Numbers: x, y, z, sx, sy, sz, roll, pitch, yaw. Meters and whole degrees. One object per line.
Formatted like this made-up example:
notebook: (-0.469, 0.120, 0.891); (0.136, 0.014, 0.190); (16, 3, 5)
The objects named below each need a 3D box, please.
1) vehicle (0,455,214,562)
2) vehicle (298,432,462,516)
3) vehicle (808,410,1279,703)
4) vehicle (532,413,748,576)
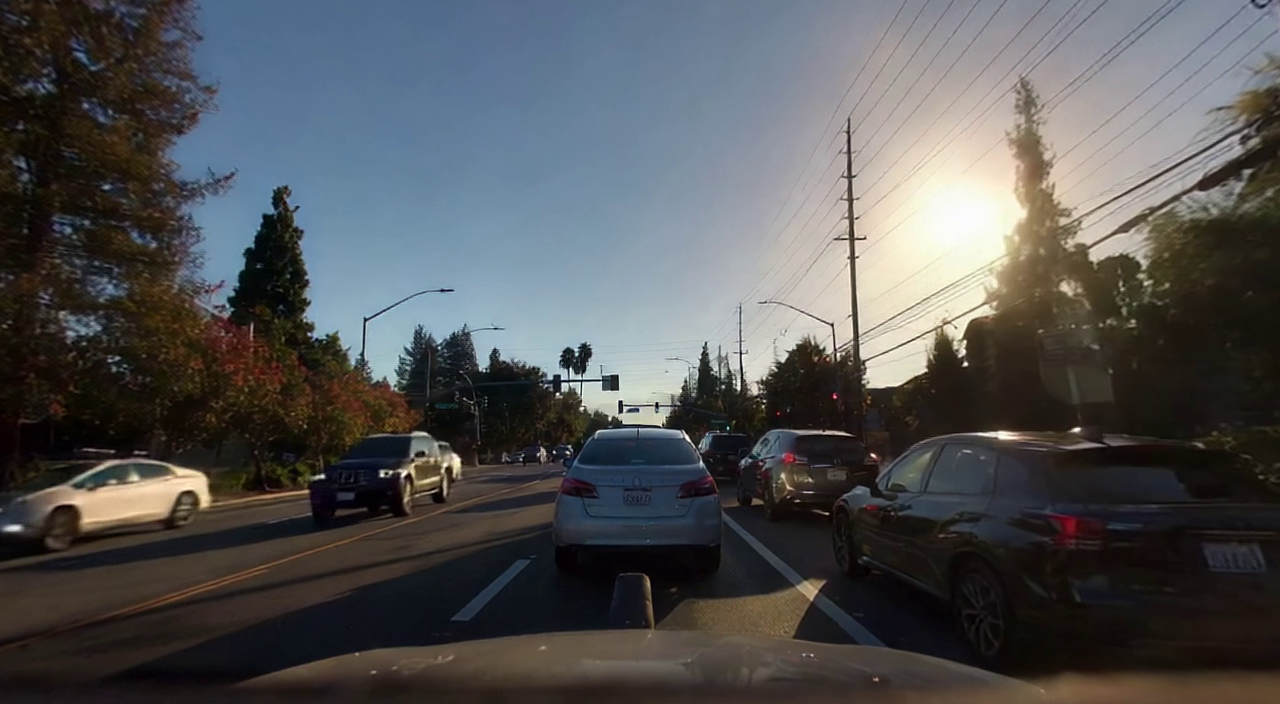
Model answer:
vehicle: (-10.066, 2.630, 11.293); (1.921, 1.471, 4.137); (0, -8, 1)
vehicle: (-6.167, 2.929, 15.670); (2.068, 1.739, 4.572); (0, -8, 1)
vehicle: (2.883, 1.320, 4.949); (1.950, 1.487, 4.275); (0, -8, 0)
vehicle: (0.008, 1.768, 8.594); (2.200, 1.653, 4.127); (0, -8, 0)
